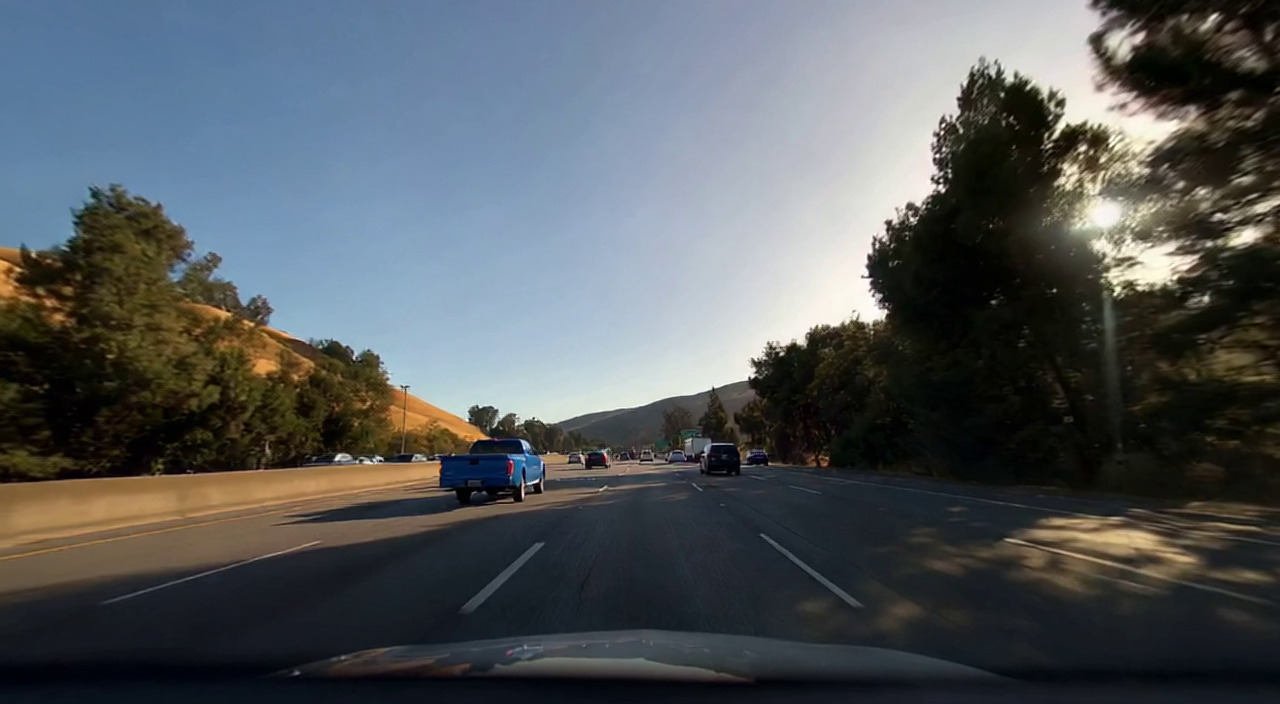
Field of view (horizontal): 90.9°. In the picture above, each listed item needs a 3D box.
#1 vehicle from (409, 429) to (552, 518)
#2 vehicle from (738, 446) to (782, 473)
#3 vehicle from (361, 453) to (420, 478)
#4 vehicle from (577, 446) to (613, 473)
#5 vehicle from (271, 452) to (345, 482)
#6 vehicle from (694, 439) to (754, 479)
[{"bbox_3d":[-3.763,2.964,16.087,2.227,1.853,5.161,-1,-8,1],"label":"vehicle"},{"bbox_3d":[8.046,7.229,42.727,2.104,1.724,4.701,0,-8,0],"label":"vehicle"},{"bbox_3d":[-16.445,7.465,41.791,1.895,1.478,4.758,-1,-8,1],"label":"vehicle"},{"bbox_3d":[-3.211,7.808,46.070,2.235,1.785,4.386,-1,-8,2],"label":"vehicle"},{"bbox_3d":[-20.520,7.092,39.219,1.958,1.686,4.658,-1,-8,1],"label":"vehicle"},{"bbox_3d":[4.379,5.687,33.978,2.424,1.952,5.611,0,-8,0],"label":"vehicle"}]
